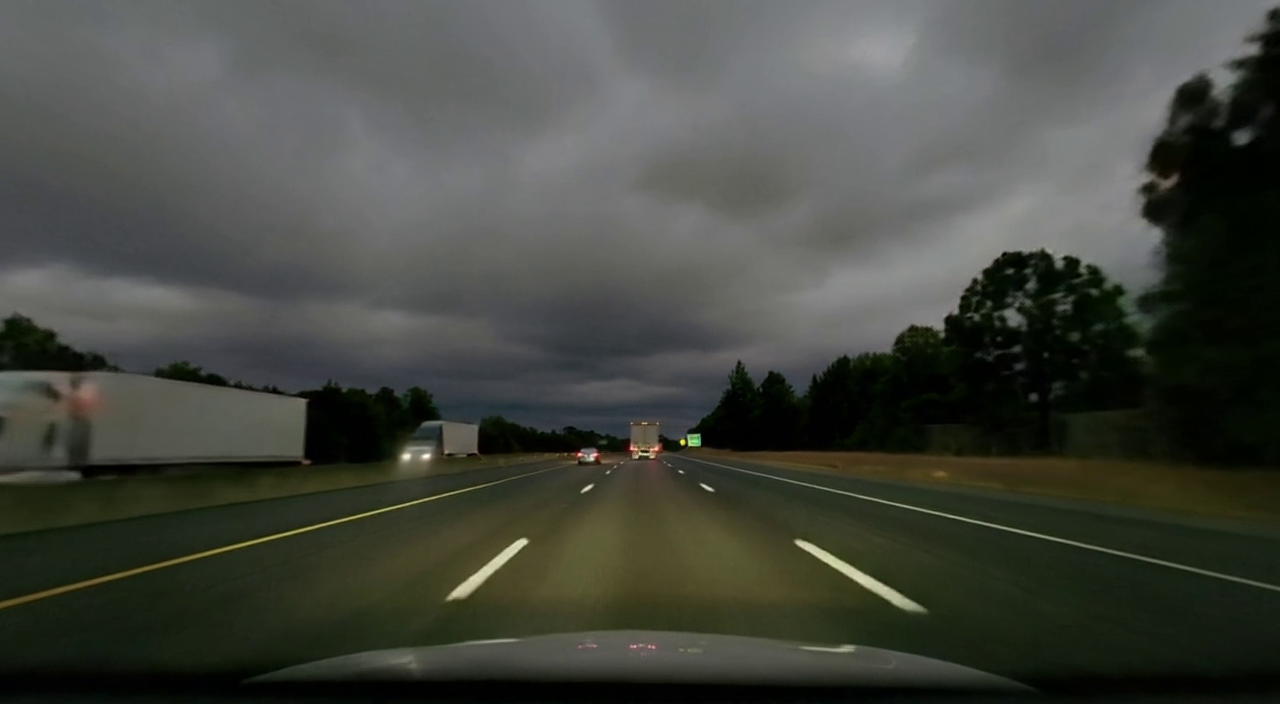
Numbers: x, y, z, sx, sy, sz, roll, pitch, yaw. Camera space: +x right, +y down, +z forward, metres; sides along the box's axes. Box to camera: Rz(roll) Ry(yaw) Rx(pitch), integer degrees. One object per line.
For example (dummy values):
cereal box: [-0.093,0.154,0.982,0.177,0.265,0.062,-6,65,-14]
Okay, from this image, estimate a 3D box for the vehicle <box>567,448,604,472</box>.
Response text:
vehicle: [-3.423,6.887,40.348,1.955,1.438,4.100,0,-9,0]

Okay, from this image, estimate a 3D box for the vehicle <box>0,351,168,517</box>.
vehicle: [-16.607,2.274,17.037,2.942,3.882,5.832,0,-9,0]
